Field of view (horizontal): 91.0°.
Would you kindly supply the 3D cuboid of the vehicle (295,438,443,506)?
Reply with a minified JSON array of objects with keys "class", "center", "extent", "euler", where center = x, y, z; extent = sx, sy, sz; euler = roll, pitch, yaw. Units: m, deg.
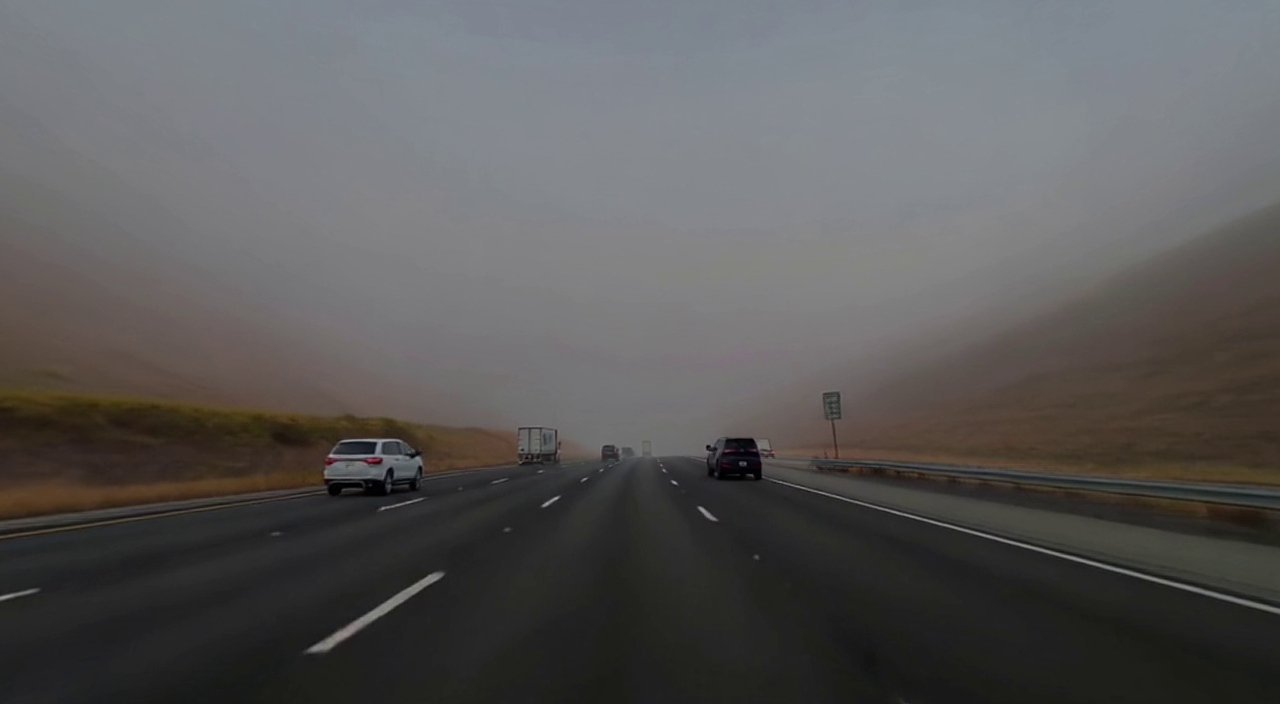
[{"class":"vehicle","center":[-7.066,3.161,17.109],"extent":[1.935,1.550,4.883],"euler":[0,-9,-1]}]

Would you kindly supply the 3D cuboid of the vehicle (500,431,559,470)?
[{"class":"vehicle","center":[-7.724,7.006,44.920],"extent":[2.937,2.509,7.090],"euler":[0,-9,0]}]

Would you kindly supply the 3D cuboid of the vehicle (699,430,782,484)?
[{"class":"vehicle","center":[3.594,3.892,23.510],"extent":[2.231,1.789,4.700],"euler":[0,-9,-1]}]
